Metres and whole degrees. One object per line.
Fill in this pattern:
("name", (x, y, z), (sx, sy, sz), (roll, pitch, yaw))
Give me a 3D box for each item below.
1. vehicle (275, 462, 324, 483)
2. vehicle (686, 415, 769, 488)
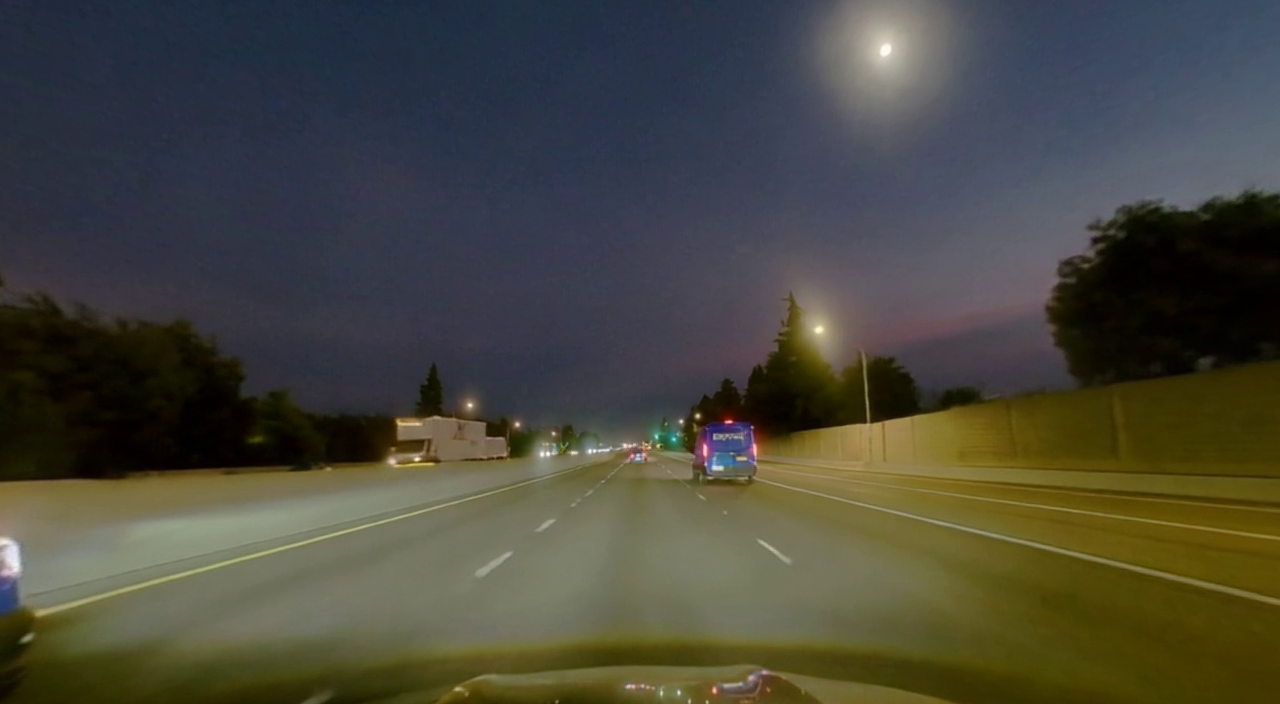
("vehicle", (-24.425, 8.615, 45.403), (1.568, 1.378, 3.479), (0, -9, -1))
("vehicle", (3.326, 3.993, 25.422), (2.373, 2.561, 5.922), (0, -9, -1))
